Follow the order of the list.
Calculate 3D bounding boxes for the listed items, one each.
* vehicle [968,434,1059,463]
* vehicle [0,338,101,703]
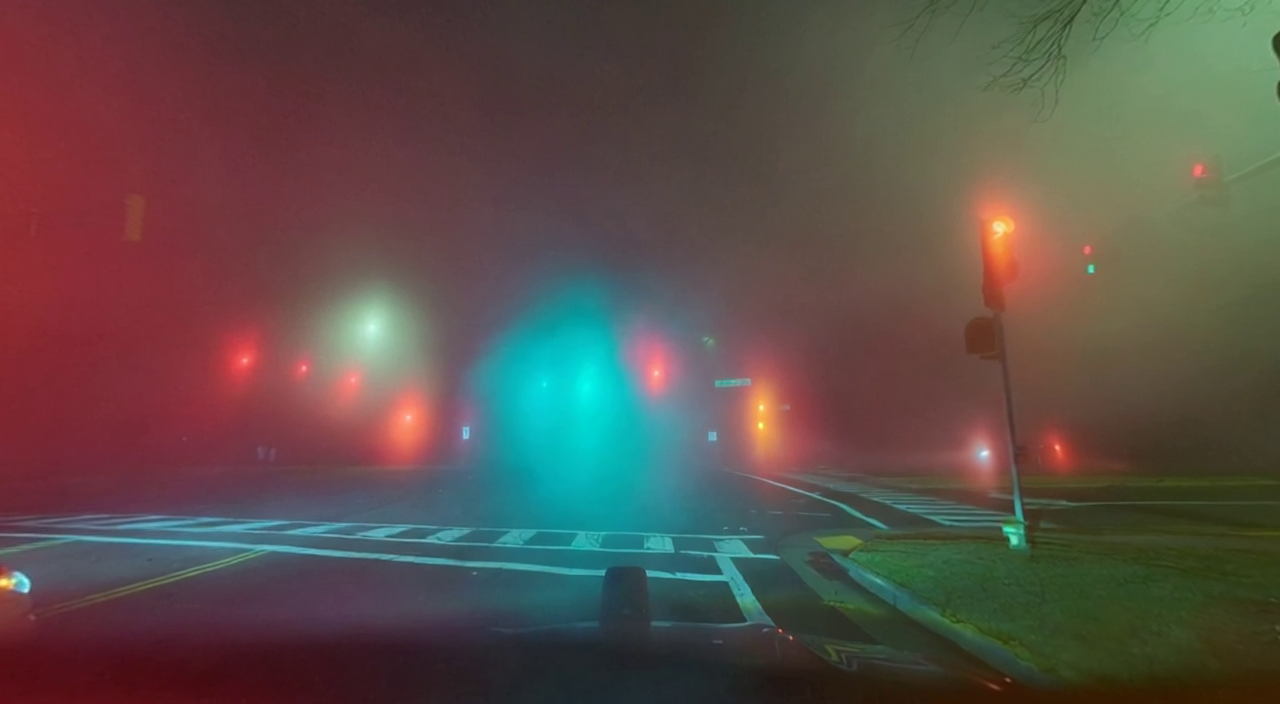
[{"bbox_3d":[20.042,5.189,34.005,3.952,1.468,1.768,-4,-9,22],"label":"vehicle"},{"bbox_3d":[-3.266,0.529,0.407,1.954,1.689,4.347,0,-8,0],"label":"vehicle"}]
